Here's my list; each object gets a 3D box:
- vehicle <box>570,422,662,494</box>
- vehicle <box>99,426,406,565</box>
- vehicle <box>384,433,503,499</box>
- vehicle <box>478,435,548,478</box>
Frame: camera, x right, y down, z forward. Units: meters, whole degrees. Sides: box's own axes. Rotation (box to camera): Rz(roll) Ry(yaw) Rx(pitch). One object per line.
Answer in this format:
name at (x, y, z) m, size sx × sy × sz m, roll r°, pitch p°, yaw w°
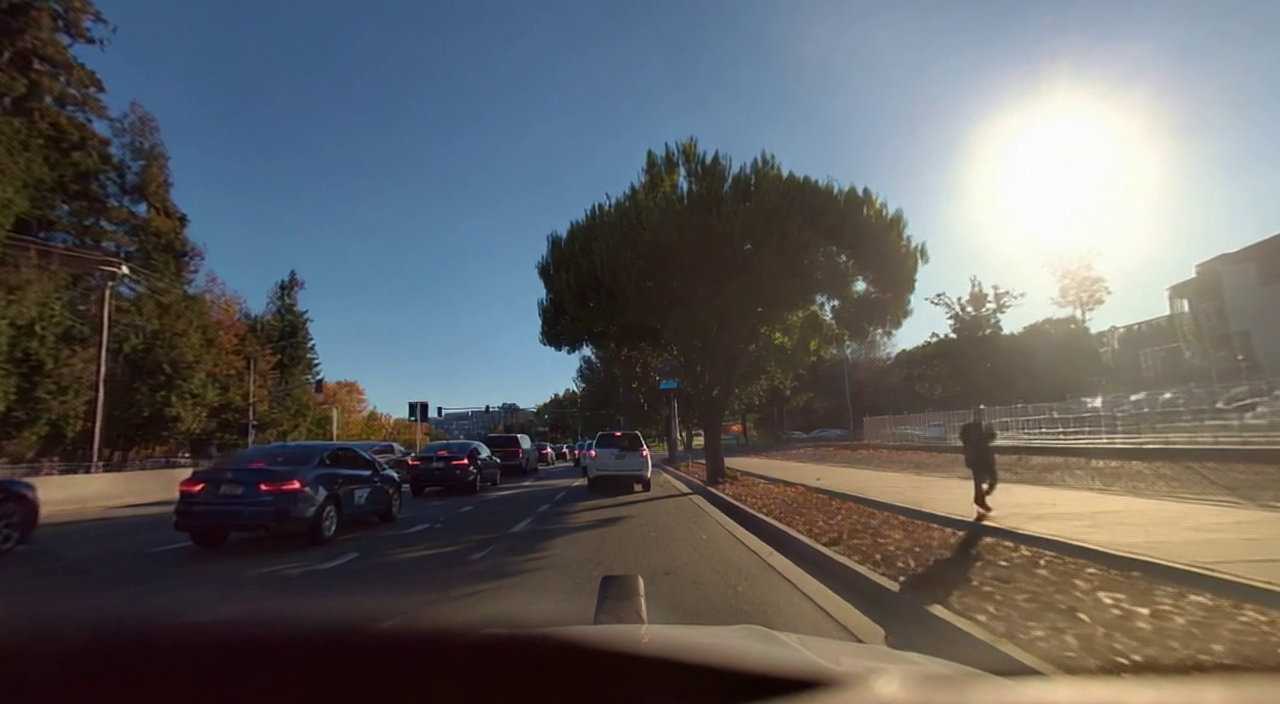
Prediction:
vehicle at (-0.692, 3.069, 18.590) m, size 2.368 × 1.829 × 4.293 m, roll 0°, pitch -9°, yaw -2°
vehicle at (-5.367, 2.010, 9.602) m, size 2.069 × 1.616 × 4.108 m, roll 0°, pitch -9°, yaw -1°
vehicle at (-5.536, 3.267, 18.491) m, size 2.010 × 1.674 × 4.484 m, roll 0°, pitch -9°, yaw 1°
vehicle at (-5.590, 4.670, 28.473) m, size 2.188 × 1.774 × 4.477 m, roll 0°, pitch -9°, yaw 0°
